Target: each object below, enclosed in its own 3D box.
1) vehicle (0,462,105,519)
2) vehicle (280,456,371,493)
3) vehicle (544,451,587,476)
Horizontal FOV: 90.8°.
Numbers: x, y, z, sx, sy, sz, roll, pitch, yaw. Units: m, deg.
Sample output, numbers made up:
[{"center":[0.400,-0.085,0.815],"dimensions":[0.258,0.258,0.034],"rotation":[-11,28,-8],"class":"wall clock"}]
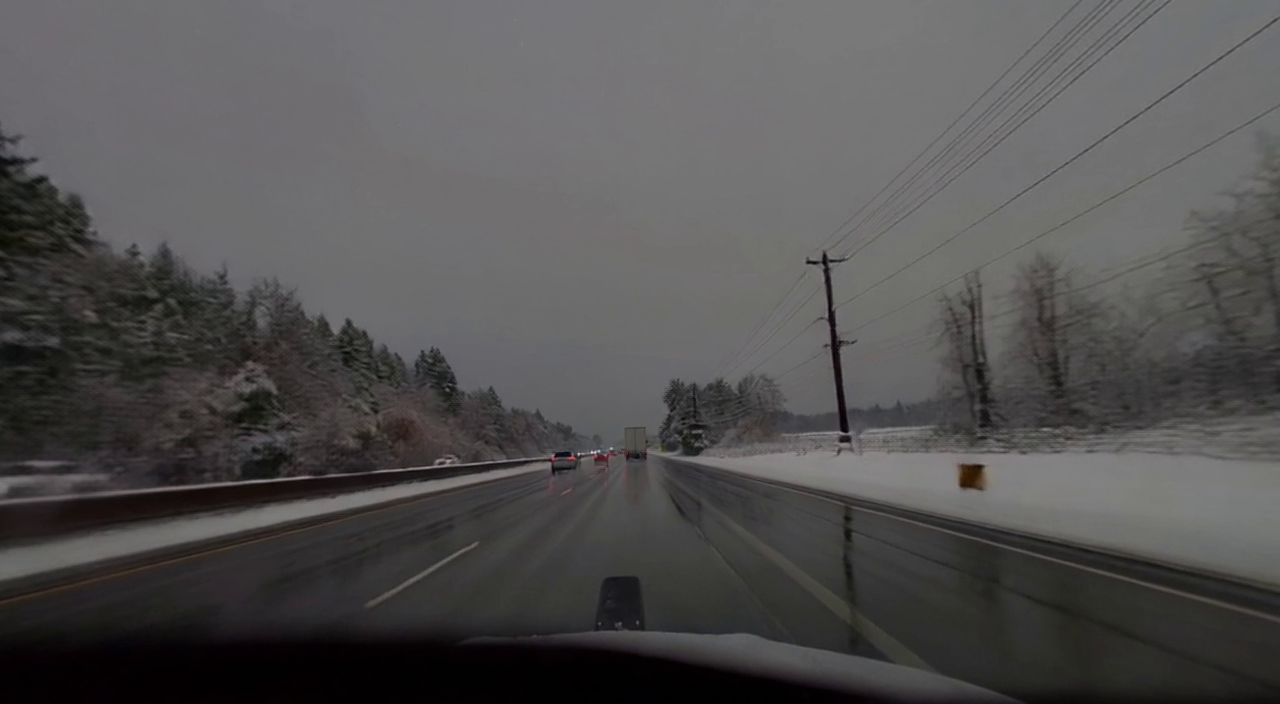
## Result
[{"center":[-18.015,3.908,18.006],"dimensions":[1.830,1.469,4.110],"rotation":[0,-9,0],"class":"vehicle"},{"center":[-13.266,5.148,26.930],"dimensions":[1.761,1.413,4.126],"rotation":[0,-9,0],"class":"vehicle"},{"center":[-4.474,6.762,38.519],"dimensions":[2.106,1.445,4.404],"rotation":[0,-9,0],"class":"vehicle"}]
